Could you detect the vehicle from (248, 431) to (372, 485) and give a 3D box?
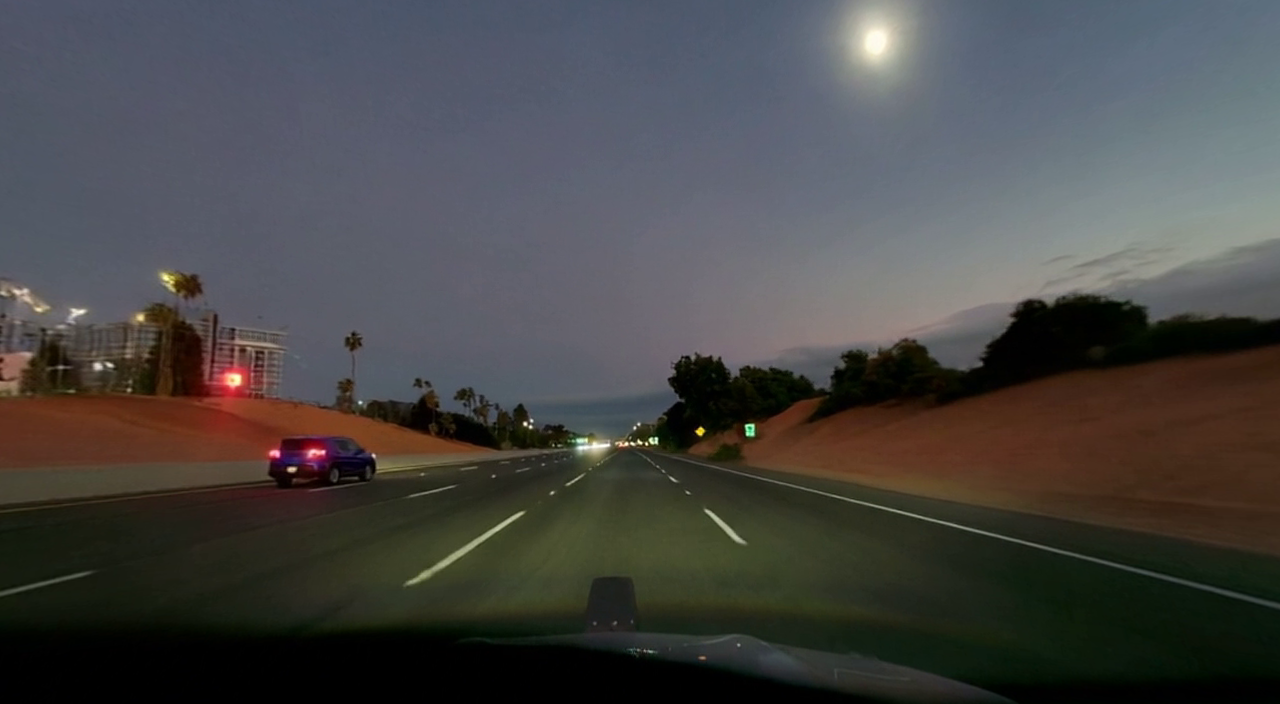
[{"bbox_3d":[-11.776,3.813,22.974,2.016,1.754,4.543,0,-8,0],"label":"vehicle"}]
